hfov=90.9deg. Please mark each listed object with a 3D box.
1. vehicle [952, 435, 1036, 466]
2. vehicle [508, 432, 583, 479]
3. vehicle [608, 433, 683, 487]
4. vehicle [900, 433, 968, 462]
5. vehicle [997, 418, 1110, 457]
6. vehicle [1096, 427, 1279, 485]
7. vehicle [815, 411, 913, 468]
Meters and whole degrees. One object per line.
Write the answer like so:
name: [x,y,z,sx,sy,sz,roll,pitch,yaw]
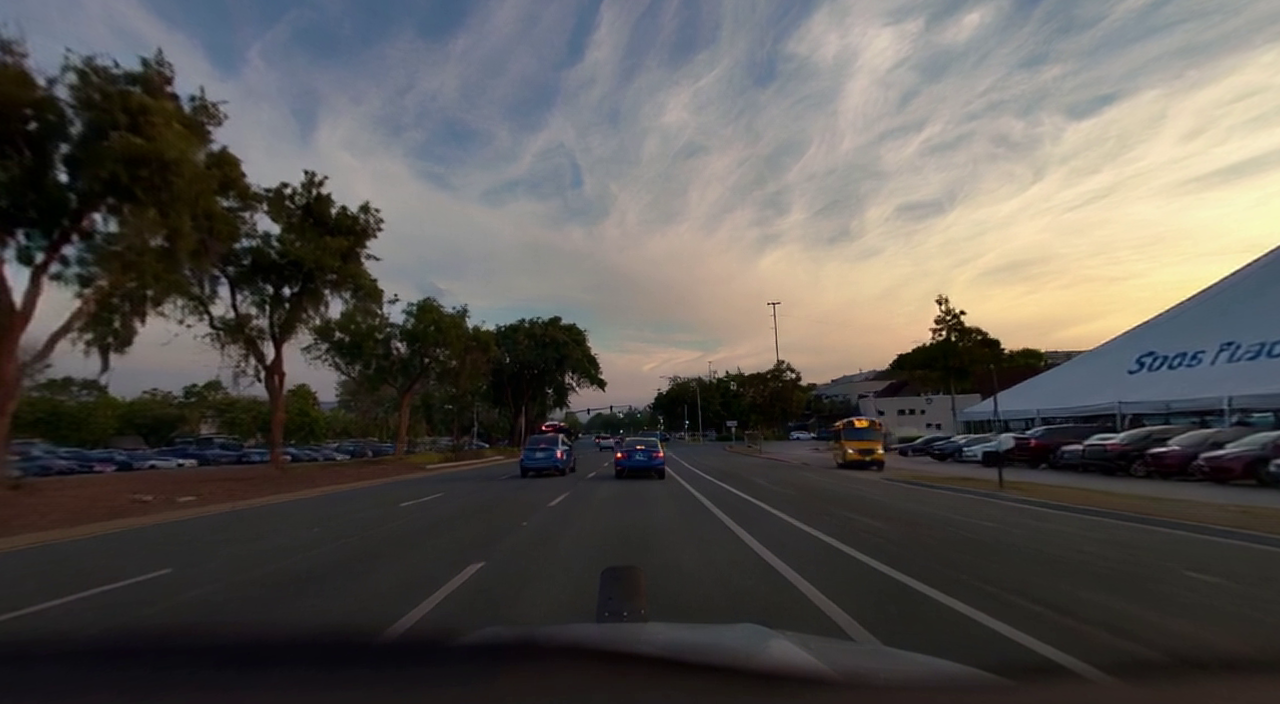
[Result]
vehicle: [18.475,5.172,33.165,1.826,1.532,4.290,0,-9,-1]
vehicle: [-3.565,4.013,24.642,2.148,1.636,4.199,0,-9,2]
vehicle: [0.109,3.370,19.920,2.123,1.498,4.226,0,-9,-1]
vehicle: [18.288,5.969,39.527,1.841,1.680,4.842,0,-9,-1]
vehicle: [23.765,5.023,36.685,2.225,2.013,6.379,0,-9,-1]
vehicle: [18.484,3.520,21.591,1.965,1.749,4.838,0,-9,-2]
vehicle: [11.555,4.646,33.213,2.754,2.711,6.196,0,-9,0]
